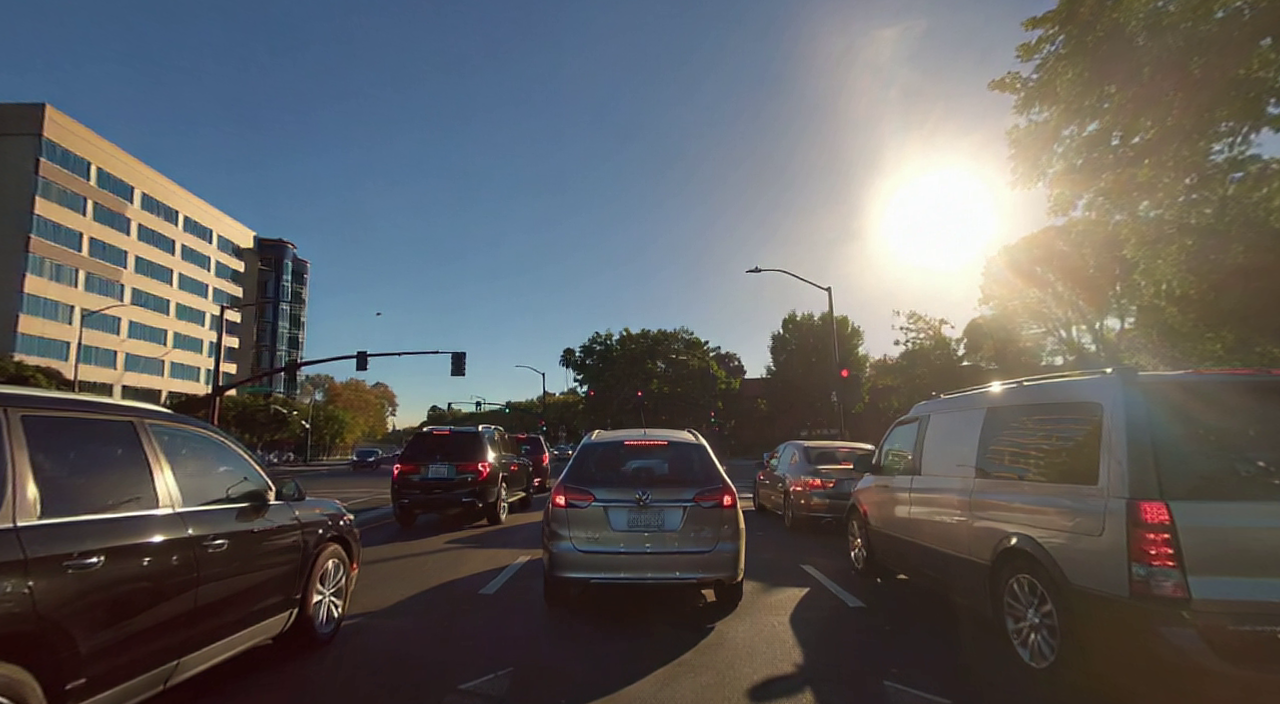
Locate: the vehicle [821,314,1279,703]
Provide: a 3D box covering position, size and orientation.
[{"bbox_3d":[3.220,1.105,4.738,2.141,1.833,4.704,0,-8,-2],"label":"vehicle"}]

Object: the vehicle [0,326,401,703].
[{"bbox_3d":[-3.121,0.958,3.295,1.982,1.721,4.261,0,-8,1],"label":"vehicle"}]

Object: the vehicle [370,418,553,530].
[{"bbox_3d":[-3.183,2.298,12.445,2.117,1.772,4.619,0,-8,2],"label":"vehicle"}]

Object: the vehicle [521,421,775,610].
[{"bbox_3d":[0.025,1.600,7.072,2.021,1.490,3.948,0,-8,-1],"label":"vehicle"}]
